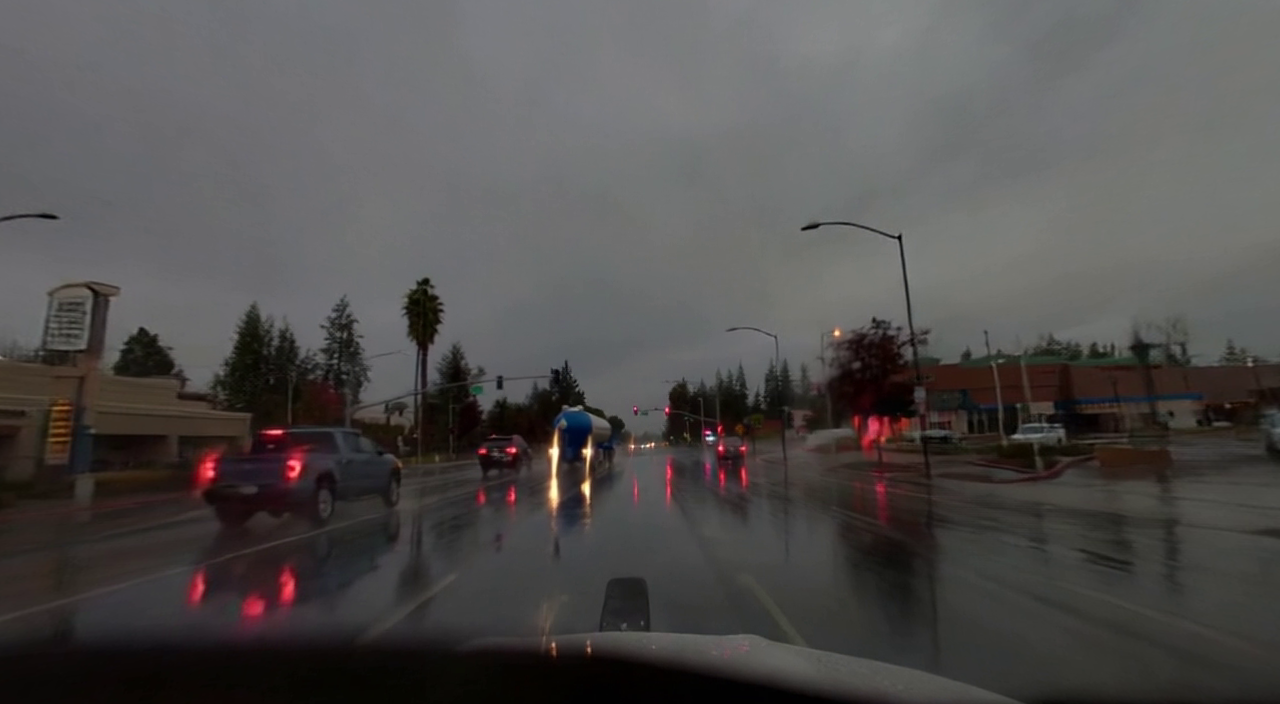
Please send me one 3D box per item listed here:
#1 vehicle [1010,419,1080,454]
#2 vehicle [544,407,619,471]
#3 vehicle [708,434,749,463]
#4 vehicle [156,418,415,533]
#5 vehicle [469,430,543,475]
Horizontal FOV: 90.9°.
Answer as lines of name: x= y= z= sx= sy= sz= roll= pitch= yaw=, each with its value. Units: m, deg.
vehicle: x=23.441 y=4.912 z=36.388 sx=2.380 sy=1.890 sz=5.620 roll=-7 pitch=-11 yaw=41
vehicle: x=-2.983 y=5.160 z=37.023 sx=2.841 sy=3.004 sz=14.901 roll=0 pitch=-8 yaw=1
vehicle: x=6.097 y=6.728 z=43.975 sx=2.093 sy=1.926 sz=4.749 roll=0 pitch=-8 yaw=-2
vehicle: x=-6.314 y=2.245 z=12.098 sx=2.179 sy=1.750 sz=4.621 roll=0 pitch=-8 yaw=1
vehicle: x=-6.421 y=4.907 z=30.954 sx=2.375 sy=1.989 sz=5.497 roll=0 pitch=-8 yaw=1
